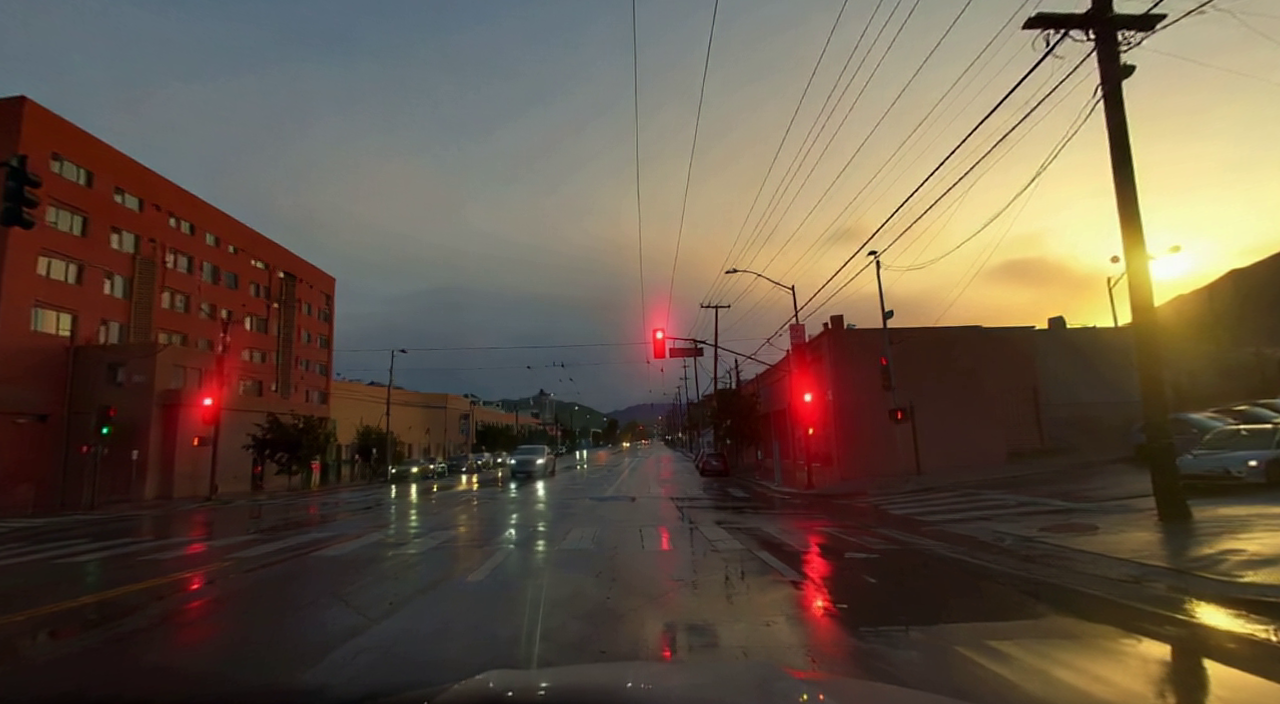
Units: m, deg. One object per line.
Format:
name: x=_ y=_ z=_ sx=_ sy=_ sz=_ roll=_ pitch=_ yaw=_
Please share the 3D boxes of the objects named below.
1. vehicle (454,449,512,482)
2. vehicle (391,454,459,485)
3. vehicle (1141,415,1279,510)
vehicle: x=-8.679 y=6.297 z=35.173 sx=2.020 sy=1.672 sz=3.842 roll=0 pitch=-9 yaw=3
vehicle: x=-12.038 y=6.600 z=35.652 sx=1.943 sy=1.574 sz=4.727 roll=0 pitch=-9 yaw=3
vehicle: x=12.684 y=2.207 z=12.784 sx=3.234 sy=1.746 sz=1.941 roll=-1 pitch=-9 yaw=3
